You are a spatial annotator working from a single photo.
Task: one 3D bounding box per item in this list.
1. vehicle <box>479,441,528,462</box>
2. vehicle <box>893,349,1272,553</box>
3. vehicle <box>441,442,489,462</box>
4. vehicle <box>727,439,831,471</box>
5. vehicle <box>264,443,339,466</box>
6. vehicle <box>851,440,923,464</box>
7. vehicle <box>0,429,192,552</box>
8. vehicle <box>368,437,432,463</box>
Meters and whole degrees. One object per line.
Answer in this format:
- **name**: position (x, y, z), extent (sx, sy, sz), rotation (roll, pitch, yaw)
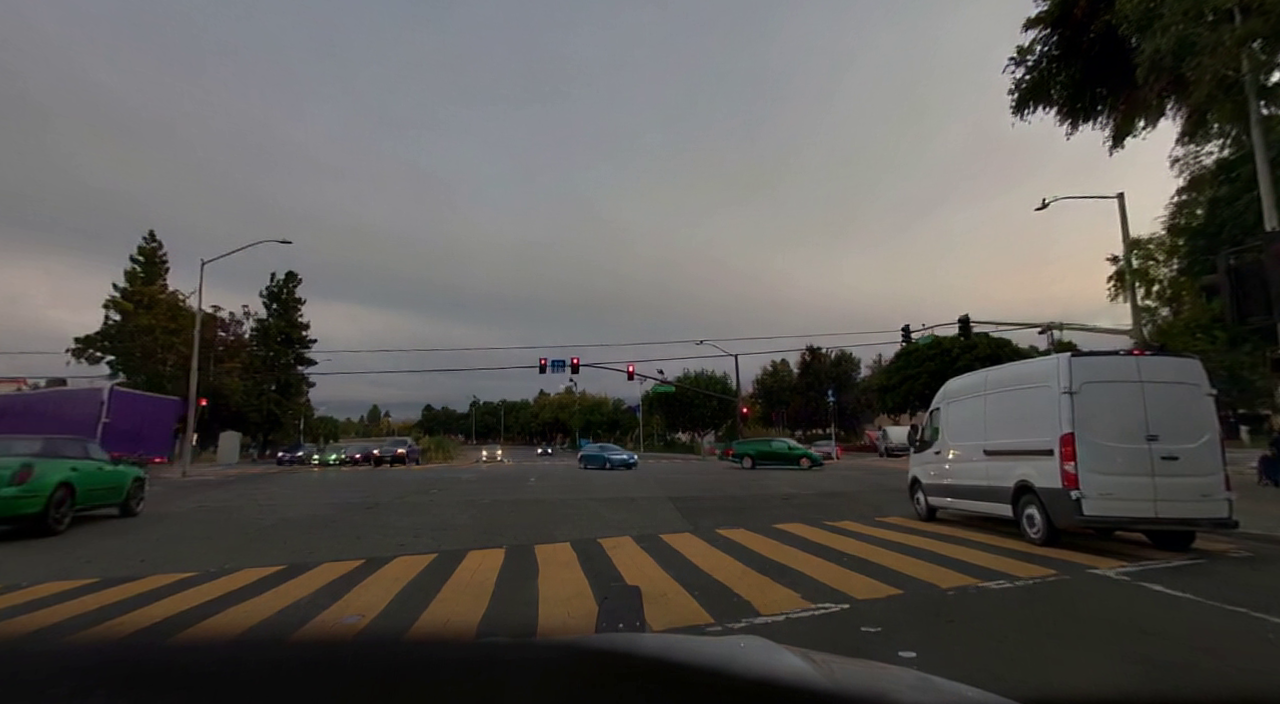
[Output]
- **vehicle**: position (-10.142, 7.462, 47.402), extent (2.097, 1.484, 4.596), rotation (-1, -9, 7)
- **vehicle**: position (6.537, 1.603, 10.538), extent (2.332, 2.511, 5.326), rotation (0, -9, -1)
- **vehicle**: position (-13.178, 7.586, 47.853), extent (1.845, 1.426, 4.289), rotation (-1, -9, 8)
- **vehicle**: position (6.942, 5.093, 31.413), extent (4.846, 1.487, 2.086), rotation (-3, -9, 16)
- **vehicle**: position (-21.833, 6.641, 41.010), extent (1.859, 1.415, 4.591), rotation (-1, -9, 8)
- **vehicle**: position (17.112, 6.922, 43.671), extent (4.524, 1.560, 2.052), rotation (4, -10, -27)
- **vehicle**: position (-9.163, 2.016, 9.832), extent (1.993, 1.496, 4.524), rotation (2, -9, -14)
- **vehicle**: position (-17.374, 7.151, 46.006), extent (2.189, 1.753, 4.785), rotation (-1, -9, 8)
